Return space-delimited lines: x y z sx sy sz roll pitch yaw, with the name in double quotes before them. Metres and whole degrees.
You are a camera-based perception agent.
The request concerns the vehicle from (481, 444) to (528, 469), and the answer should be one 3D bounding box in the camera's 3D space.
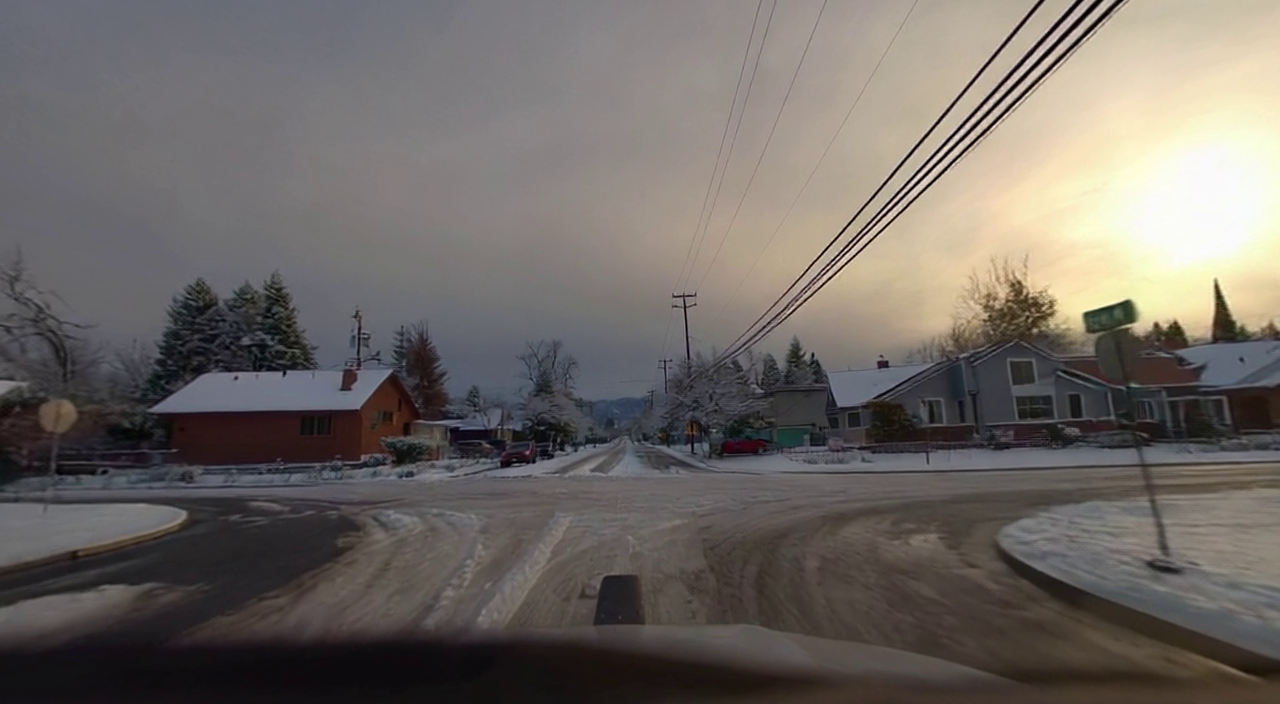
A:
"vehicle" -8.566 6.637 40.418 2.095 1.491 4.422 0 -8 -1
